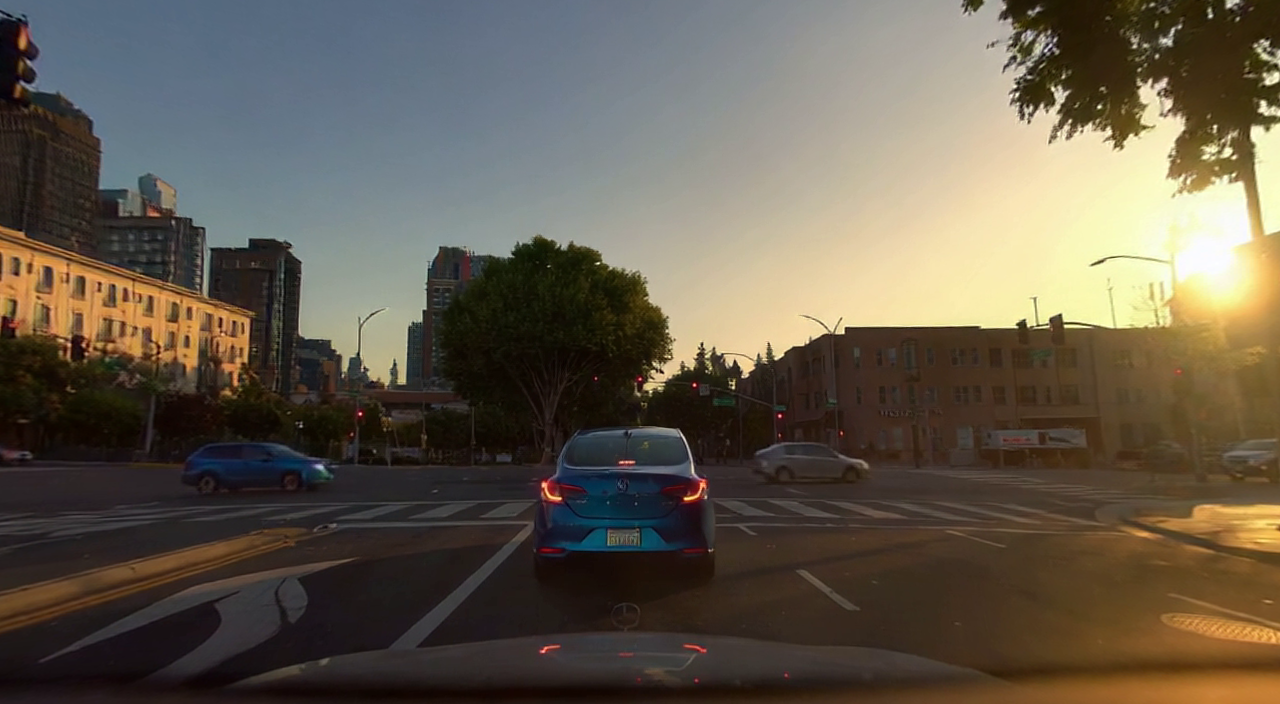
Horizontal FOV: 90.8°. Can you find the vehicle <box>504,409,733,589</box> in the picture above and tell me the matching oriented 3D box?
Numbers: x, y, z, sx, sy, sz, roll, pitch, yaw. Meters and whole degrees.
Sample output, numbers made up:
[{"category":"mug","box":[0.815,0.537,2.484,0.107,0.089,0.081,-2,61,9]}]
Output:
[{"category":"vehicle","box":[-0.225,1.622,7.763,2.066,1.618,3.922,0,-8,-1]}]

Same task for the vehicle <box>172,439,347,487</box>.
[{"category":"vehicle","box":[-13.512,3.956,22.696,4.891,1.591,2.067,0,-8,-1]}]

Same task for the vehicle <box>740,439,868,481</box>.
[{"category":"vehicle","box":[7.002,4.632,27.312,4.912,1.731,2.022,0,-8,-4]}]
